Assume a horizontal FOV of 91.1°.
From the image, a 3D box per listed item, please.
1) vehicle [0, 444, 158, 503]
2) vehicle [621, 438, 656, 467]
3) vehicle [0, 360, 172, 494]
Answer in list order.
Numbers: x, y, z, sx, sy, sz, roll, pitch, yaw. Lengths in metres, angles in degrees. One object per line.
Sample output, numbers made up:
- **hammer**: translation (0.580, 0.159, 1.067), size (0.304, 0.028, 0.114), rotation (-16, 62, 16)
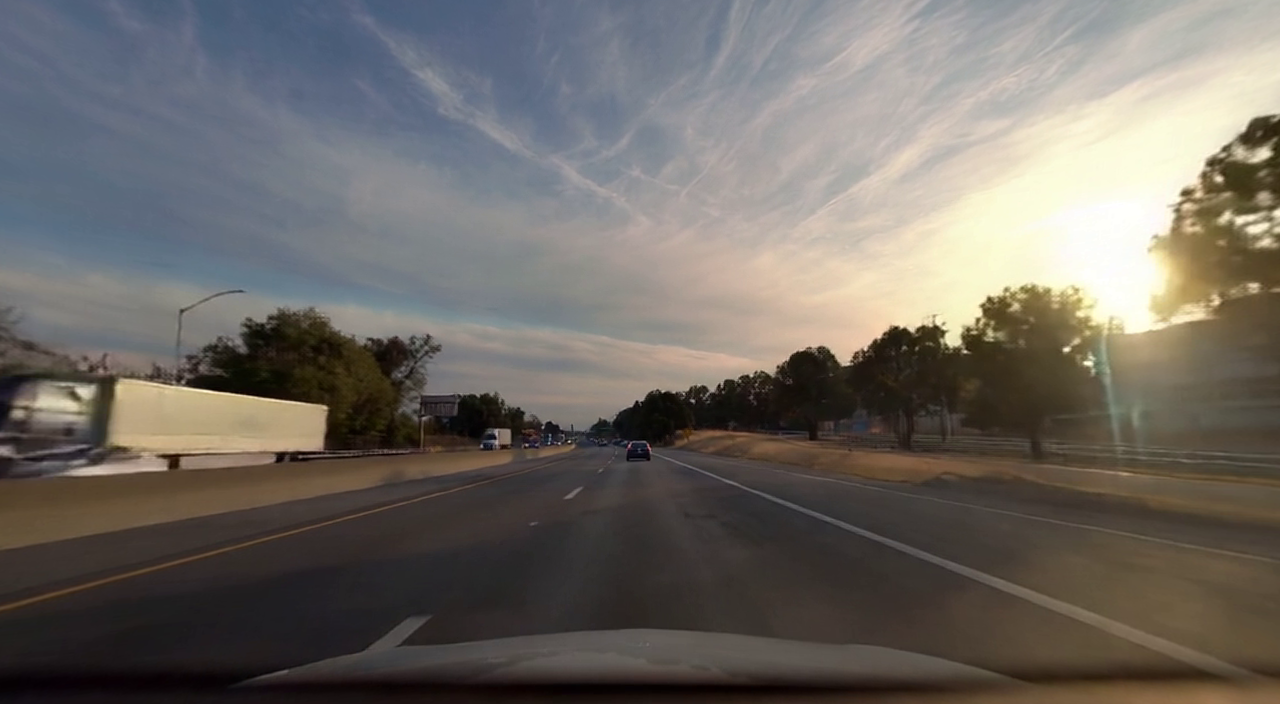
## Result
- **vehicle**: translation (-17.206, 3.504, 18.659), size (1.988, 1.500, 4.746), rotation (0, -8, 0)
- **vehicle**: translation (-0.128, 6.208, 38.965), size (2.029, 1.666, 4.064), rotation (0, -8, -1)
- **vehicle**: translation (-21.157, 2.701, 21.889), size (3.030, 4.070, 8.415), rotation (0, -8, 0)
